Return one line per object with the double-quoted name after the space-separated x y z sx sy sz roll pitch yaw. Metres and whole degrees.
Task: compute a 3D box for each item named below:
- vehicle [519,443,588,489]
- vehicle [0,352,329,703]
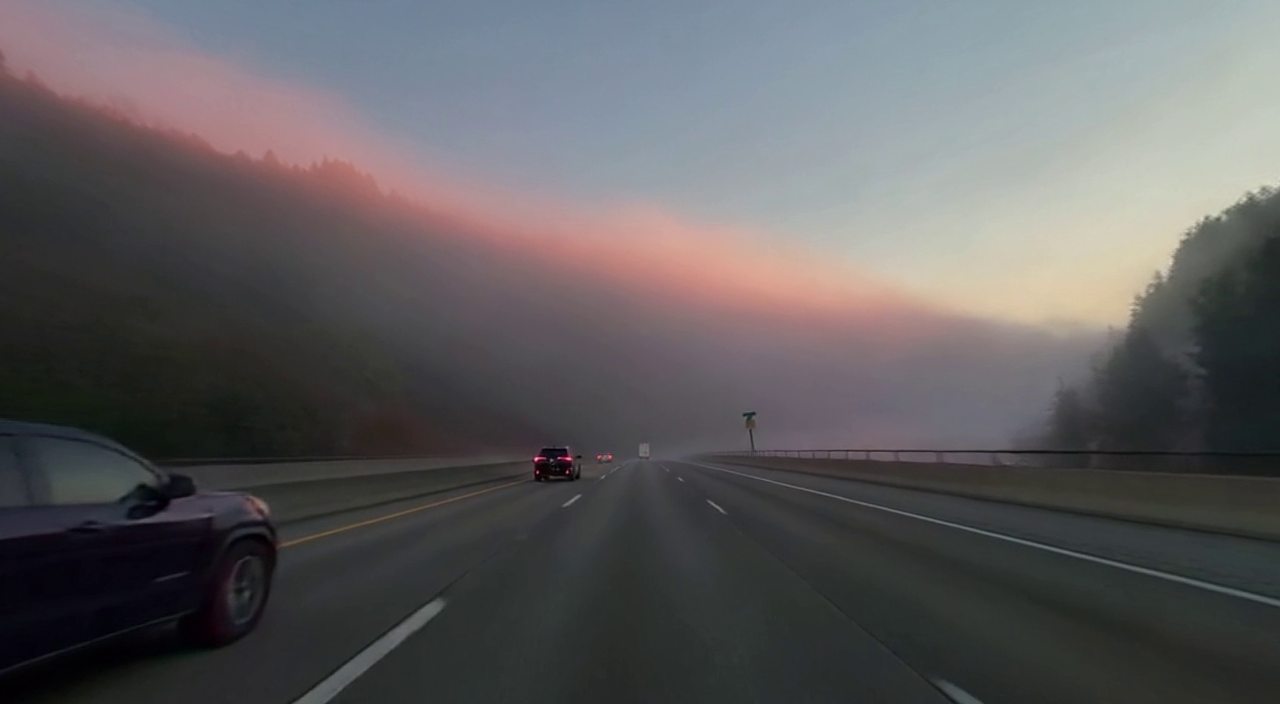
-3.127 4.215 23.618 1.944 1.548 4.051 0 -9 1 "vehicle"
-3.624 0.904 2.749 2.147 1.708 4.630 0 -9 0 "vehicle"
